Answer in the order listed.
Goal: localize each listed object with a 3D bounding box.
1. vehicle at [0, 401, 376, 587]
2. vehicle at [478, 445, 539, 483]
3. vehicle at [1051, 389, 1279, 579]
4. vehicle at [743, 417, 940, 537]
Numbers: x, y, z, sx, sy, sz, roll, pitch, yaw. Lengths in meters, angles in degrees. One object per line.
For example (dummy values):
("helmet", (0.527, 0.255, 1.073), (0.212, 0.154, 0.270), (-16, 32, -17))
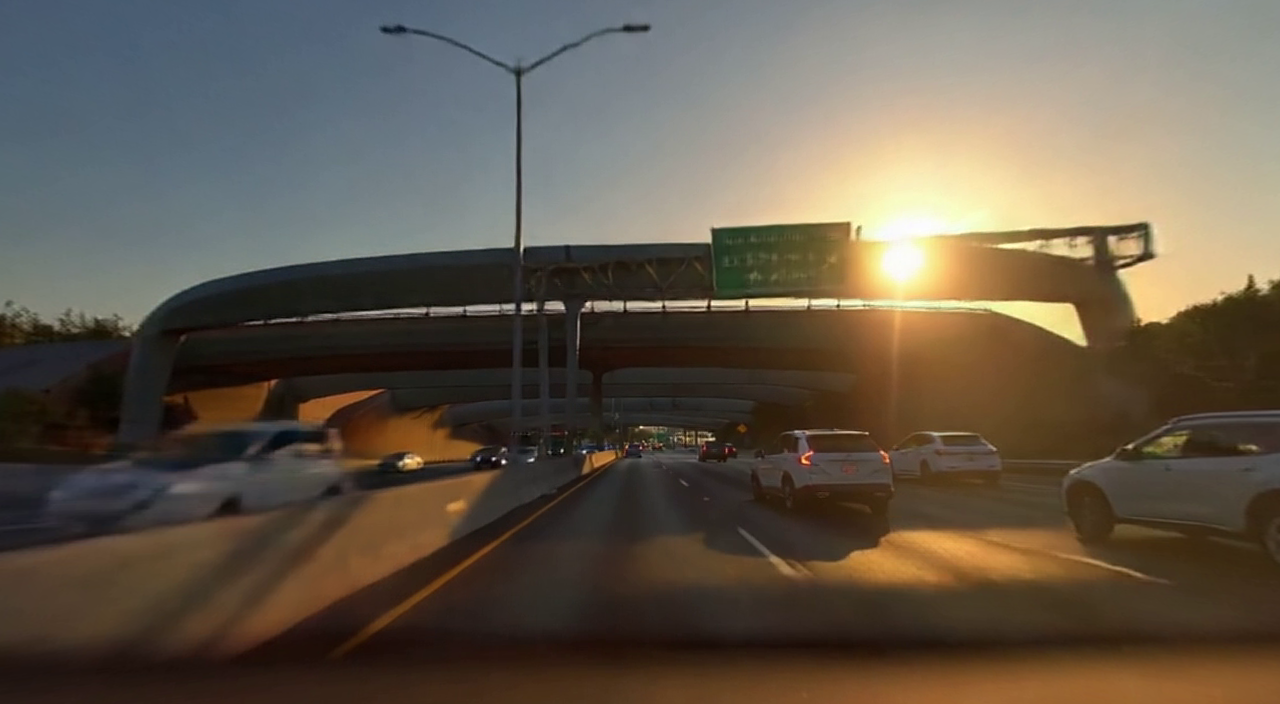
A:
("vehicle", (-5.632, 1.762, 8.667), (2.048, 1.838, 4.587), (0, -9, -1))
("vehicle", (-5.725, 4.919, 27.943), (1.888, 1.532, 3.906), (0, -9, 0))
("vehicle", (7.146, 1.375, 6.784), (2.040, 1.801, 4.959), (0, -9, -1))
("vehicle", (3.254, 2.120, 11.307), (2.059, 1.711, 4.302), (0, -9, 0))
